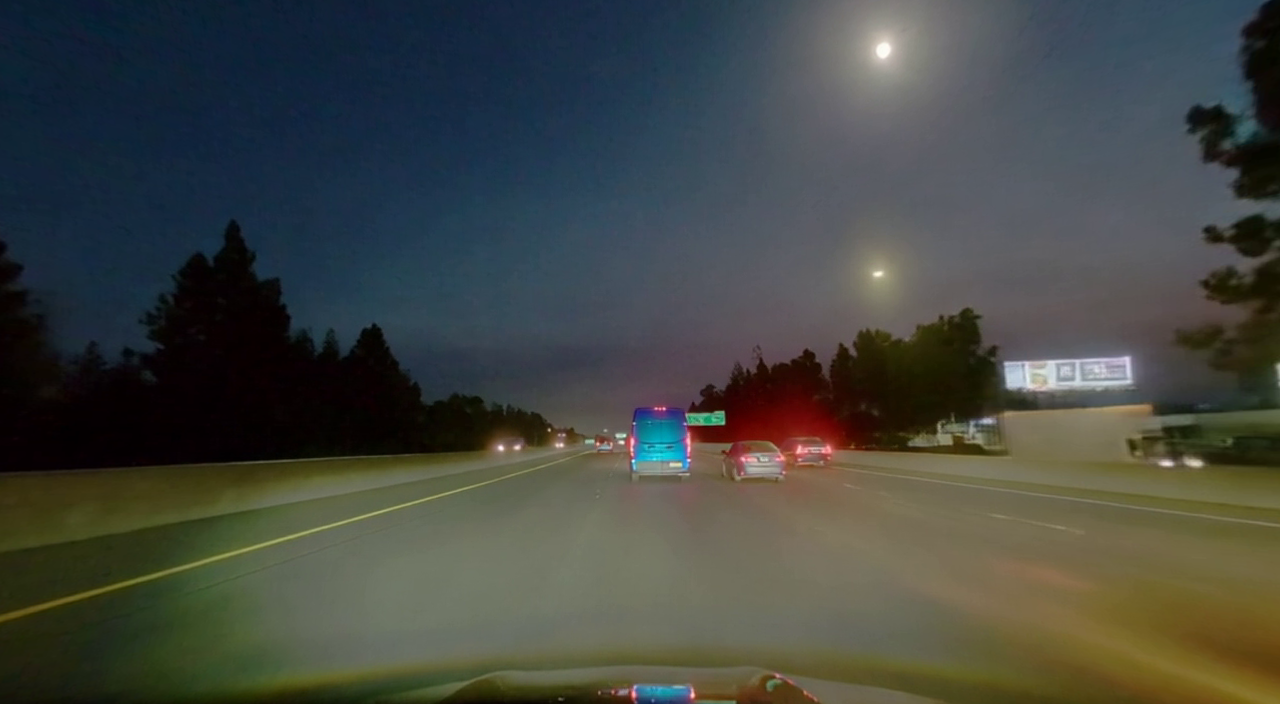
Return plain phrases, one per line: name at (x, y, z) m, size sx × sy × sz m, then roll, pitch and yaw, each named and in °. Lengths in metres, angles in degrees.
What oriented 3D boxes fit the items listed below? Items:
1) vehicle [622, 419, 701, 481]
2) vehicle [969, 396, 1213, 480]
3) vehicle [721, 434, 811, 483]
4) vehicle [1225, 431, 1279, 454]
vehicle at (0.654, 3.716, 24.004) m, size 2.546 × 2.087 × 5.404 m, roll 0°, pitch -8°, yaw -3°
vehicle at (17.286, 3.490, 25.275) m, size 3.113 × 2.773 × 8.752 m, roll 0°, pitch -8°, yaw -2°
vehicle at (4.145, 3.574, 21.334) m, size 2.099 × 1.510 × 3.784 m, roll 0°, pitch -8°, yaw -2°
vehicle at (47.533, 6.837, 47.332) m, size 4.842 × 1.681 × 2.070 m, roll 1°, pitch -8°, yaw -5°
